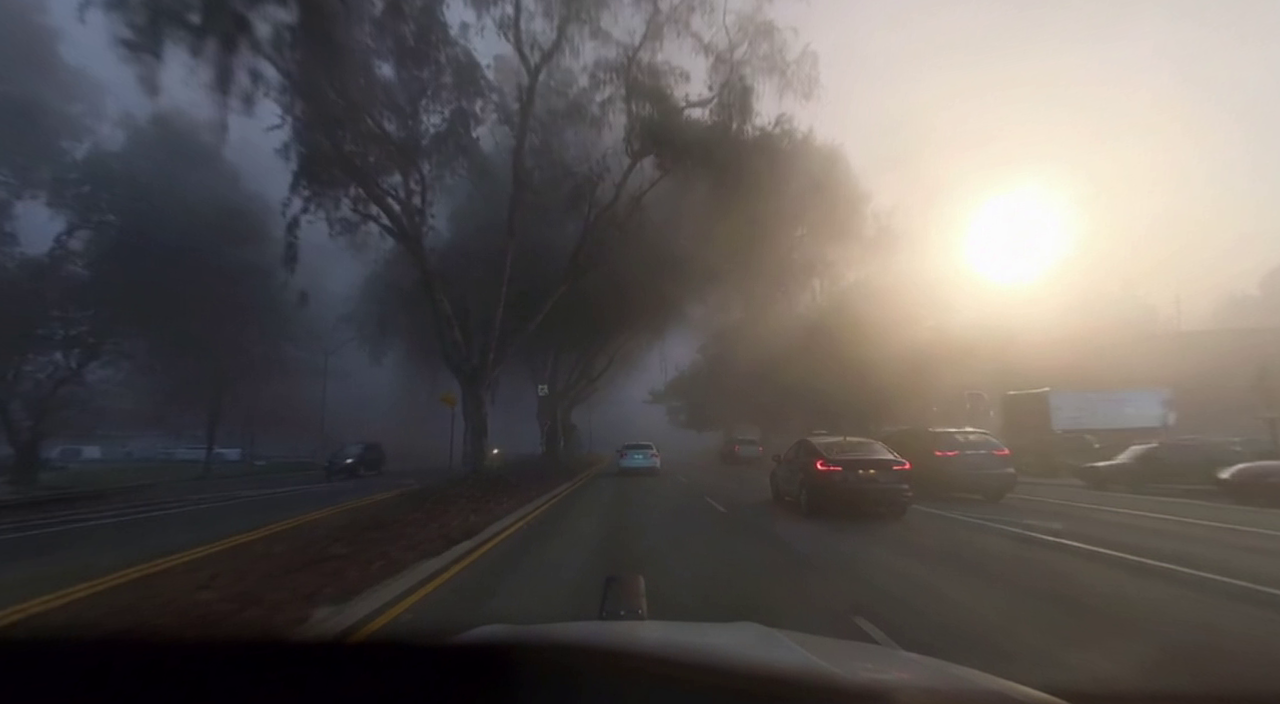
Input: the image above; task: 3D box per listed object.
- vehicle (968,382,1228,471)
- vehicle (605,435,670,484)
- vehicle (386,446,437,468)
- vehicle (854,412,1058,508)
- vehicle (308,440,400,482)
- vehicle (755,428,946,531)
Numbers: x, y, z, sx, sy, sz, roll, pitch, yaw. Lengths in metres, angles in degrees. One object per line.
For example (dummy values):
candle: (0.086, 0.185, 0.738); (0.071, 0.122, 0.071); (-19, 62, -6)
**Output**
vehicle: (18.996, 3.155, 26.686); (8.476, 3.508, 3.062); (0, -8, -1)
vehicle: (-0.100, 3.539, 21.031); (1.994, 1.479, 3.647); (0, -8, -1)
vehicle: (-16.421, 7.549, 45.666); (1.983, 1.477, 4.702); (0, -8, 0)
vehicle: (6.866, 2.403, 14.472); (2.134, 1.810, 4.590); (0, -8, -2)
vehicle: (-12.513, 4.776, 28.019); (1.954, 1.689, 4.443); (0, -8, 0)
vehicle: (3.438, 2.155, 11.304); (1.858, 1.466, 4.230); (0, -8, -1)
